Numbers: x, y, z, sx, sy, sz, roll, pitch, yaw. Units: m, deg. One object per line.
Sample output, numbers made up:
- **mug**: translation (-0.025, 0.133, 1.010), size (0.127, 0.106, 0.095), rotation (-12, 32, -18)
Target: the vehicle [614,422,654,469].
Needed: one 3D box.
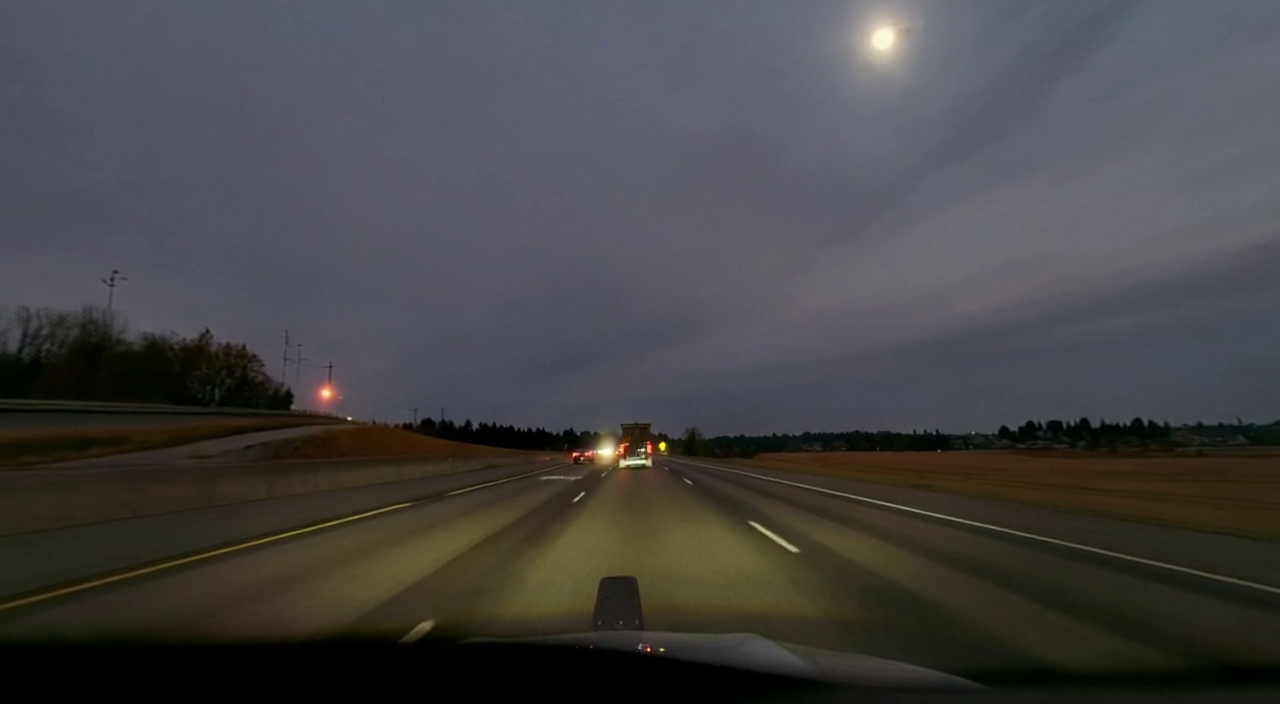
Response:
- **vehicle**: translation (-0.468, 6.683, 45.126), size (2.672, 3.056, 6.900), rotation (0, -9, -1)
